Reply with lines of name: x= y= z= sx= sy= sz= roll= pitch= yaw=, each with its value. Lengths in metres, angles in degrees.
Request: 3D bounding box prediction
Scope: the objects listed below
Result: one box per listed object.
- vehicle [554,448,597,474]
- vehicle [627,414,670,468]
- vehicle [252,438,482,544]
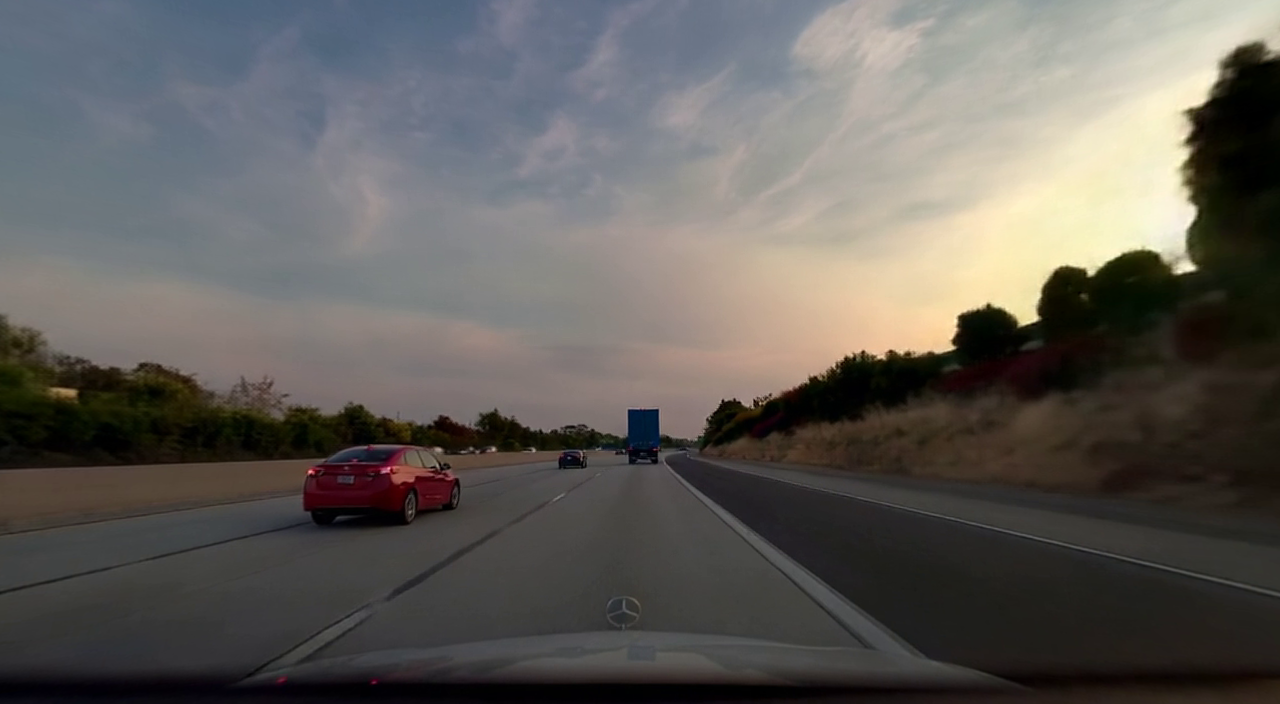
vehicle: x=-3.731 y=6.362 z=37.040 sx=1.981 sy=1.435 sz=4.199 roll=0 pitch=-9 yaw=1
vehicle: x=0.551 y=6.738 z=47.213 sx=2.893 sy=3.628 sz=9.081 roll=0 pitch=-9 yaw=0
vehicle: x=-4.366 y=2.286 z=11.031 sx=2.010 sy=1.461 sz=4.391 roll=0 pitch=-9 yaw=1
